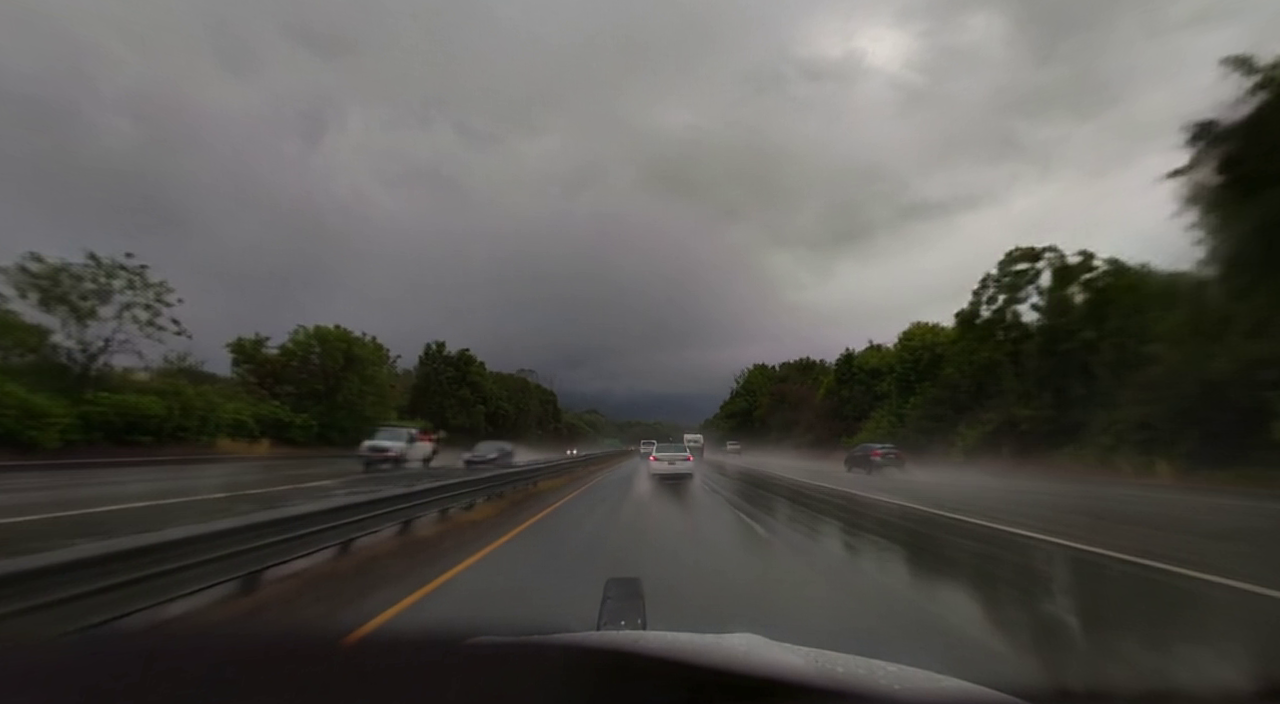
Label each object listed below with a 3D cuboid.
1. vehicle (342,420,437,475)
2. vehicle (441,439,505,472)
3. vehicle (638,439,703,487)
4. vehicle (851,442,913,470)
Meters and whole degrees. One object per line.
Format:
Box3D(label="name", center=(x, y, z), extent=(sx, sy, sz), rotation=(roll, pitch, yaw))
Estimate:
Box3D(label="vehicle", center=(-12.770, 4.956, 32.746), extent=(2.363, 2.584, 5.888), rotation=(0, -9, 1))
Box3D(label="vehicle", center=(-8.486, 5.304, 32.468), extent=(1.934, 1.600, 4.501), rotation=(0, -9, 1))
Box3D(label="vehicle", center=(0.958, 3.804, 21.915), extent=(2.053, 1.483, 4.185), rotation=(0, -9, 0))
Box3D(label="vehicle", center=(13.806, 5.944, 36.113), extent=(1.926, 1.483, 3.528), rotation=(1, -9, -4))
